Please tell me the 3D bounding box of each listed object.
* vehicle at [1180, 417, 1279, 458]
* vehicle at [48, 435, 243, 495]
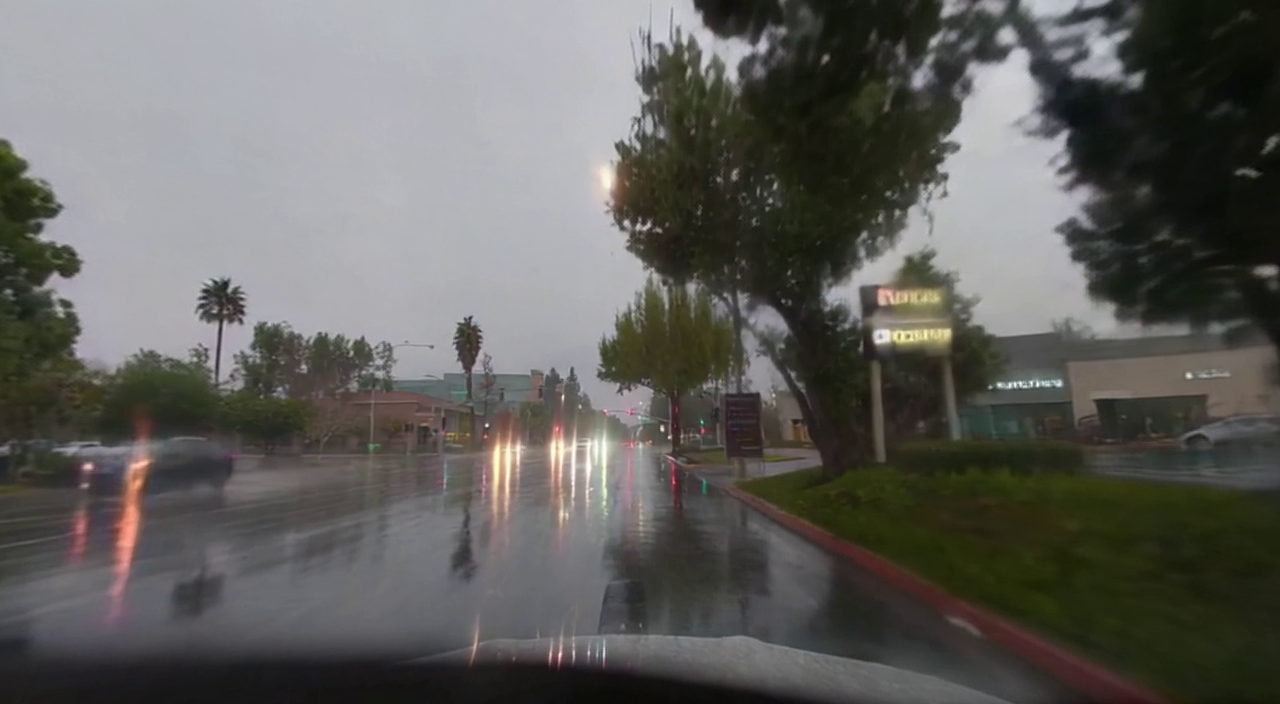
[{"bbox_3d":[25.267,3.501,25.598,4.649,1.611,1.945,0,-8,0],"label":"vehicle"},{"bbox_3d":[-17.127,3.910,22.289,2.221,1.832,5.572,0,-8,2],"label":"vehicle"}]
